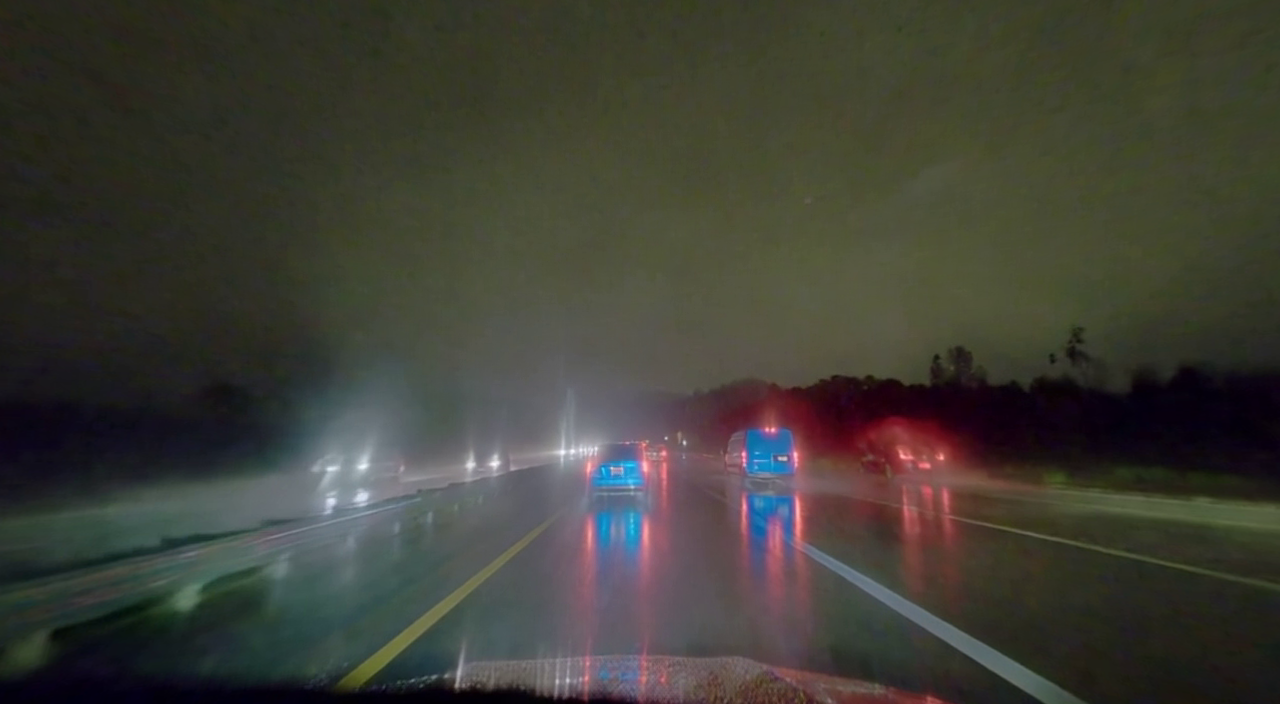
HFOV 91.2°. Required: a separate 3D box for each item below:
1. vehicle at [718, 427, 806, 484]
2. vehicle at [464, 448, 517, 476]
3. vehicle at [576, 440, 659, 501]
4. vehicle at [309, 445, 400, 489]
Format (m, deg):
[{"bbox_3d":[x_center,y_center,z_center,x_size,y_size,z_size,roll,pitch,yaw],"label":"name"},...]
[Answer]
[{"bbox_3d":[4.488,3.920,23.909,2.261,1.952,4.784,0,-9,-1],"label":"vehicle"},{"bbox_3d":[-8.563,6.314,36.233,1.989,1.524,4.405,0,-9,0],"label":"vehicle"},{"bbox_3d":[-0.559,3.211,17.319,2.029,1.483,3.769,0,-9,0],"label":"vehicle"},{"bbox_3d":[-12.606,5.077,28.015,1.979,1.807,4.353,0,-9,0],"label":"vehicle"}]
